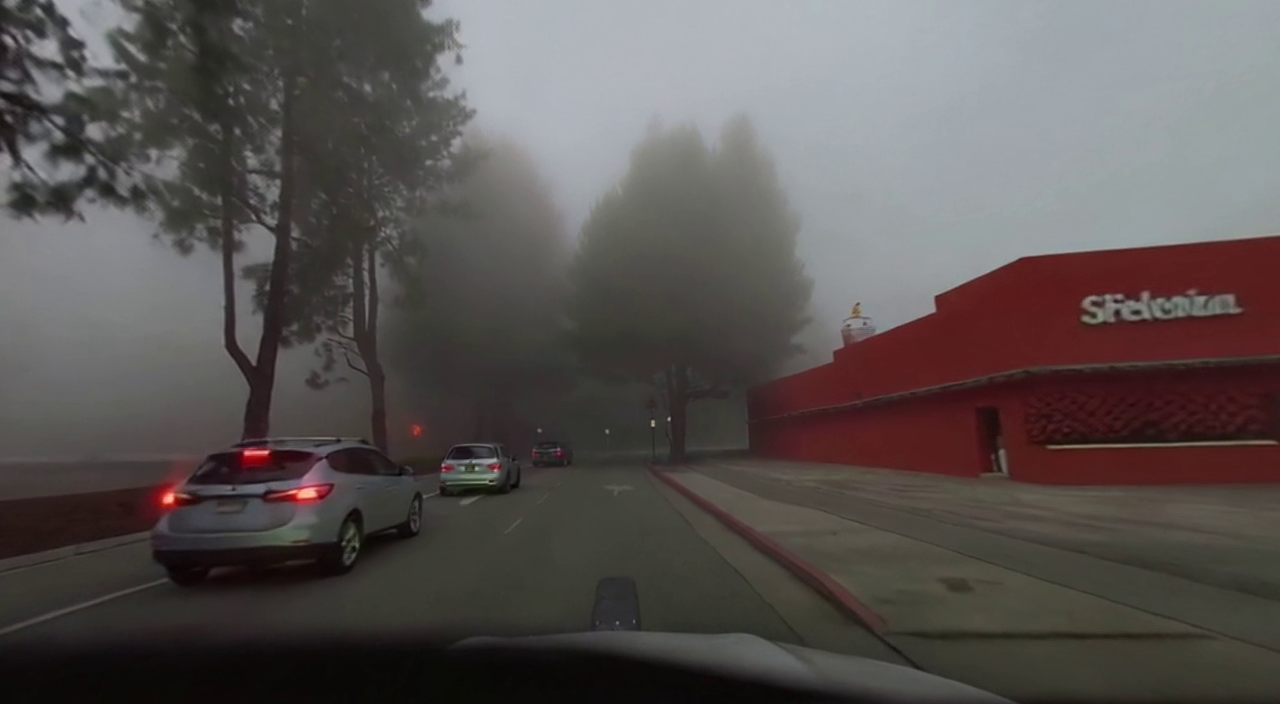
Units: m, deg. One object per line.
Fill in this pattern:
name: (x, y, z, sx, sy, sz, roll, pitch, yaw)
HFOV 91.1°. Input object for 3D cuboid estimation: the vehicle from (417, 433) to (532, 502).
vehicle: (-4.001, 2.820, 15.969, 1.853, 1.478, 4.381, 0, -8, -2)

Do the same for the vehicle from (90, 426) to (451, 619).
vehicle: (-3.643, 1.669, 7.260, 1.768, 1.539, 4.147, 0, -8, -2)

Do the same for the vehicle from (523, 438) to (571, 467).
vehicle: (-4.852, 5.297, 33.410, 1.962, 1.424, 4.289, 0, -8, -1)
